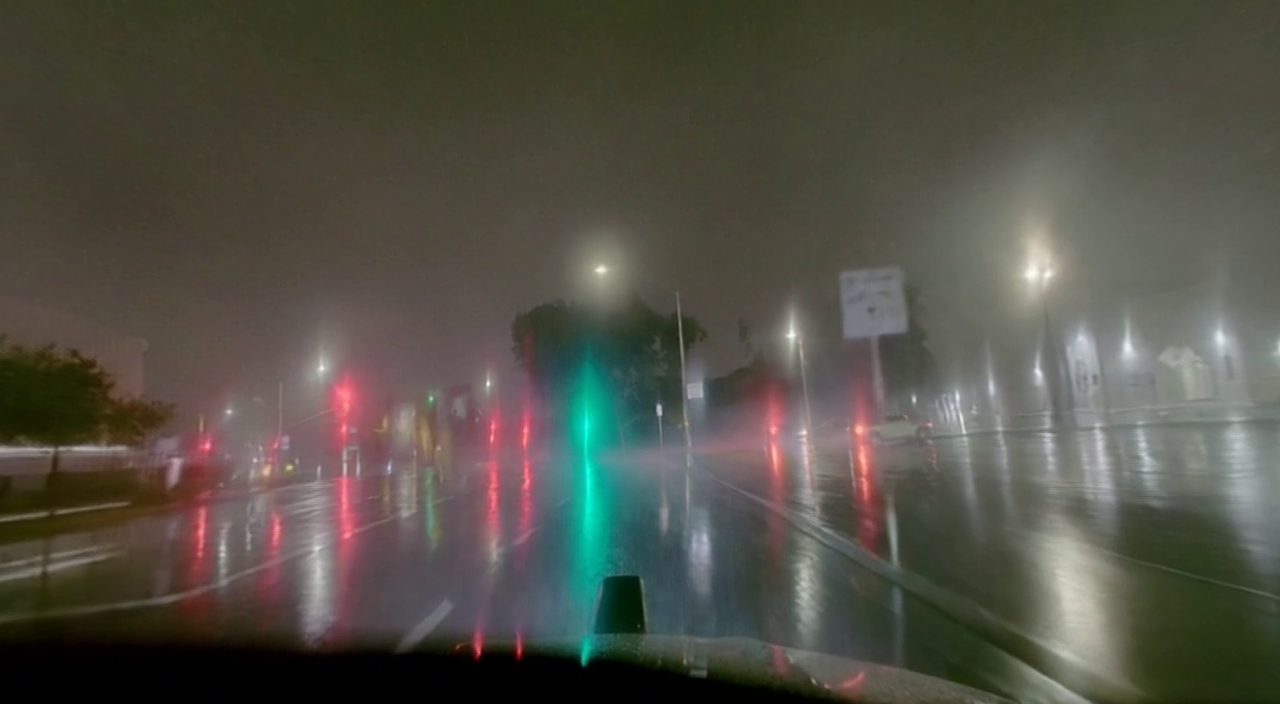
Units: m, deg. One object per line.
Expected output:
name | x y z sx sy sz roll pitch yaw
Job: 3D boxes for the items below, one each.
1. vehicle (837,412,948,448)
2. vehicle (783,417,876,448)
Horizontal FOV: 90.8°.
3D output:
vehicle | 11.727 3.667 29.516 4.332 1.581 2.028 1 -8 -11
vehicle | 10.403 4.453 34.809 4.400 1.584 1.964 2 -9 -12
